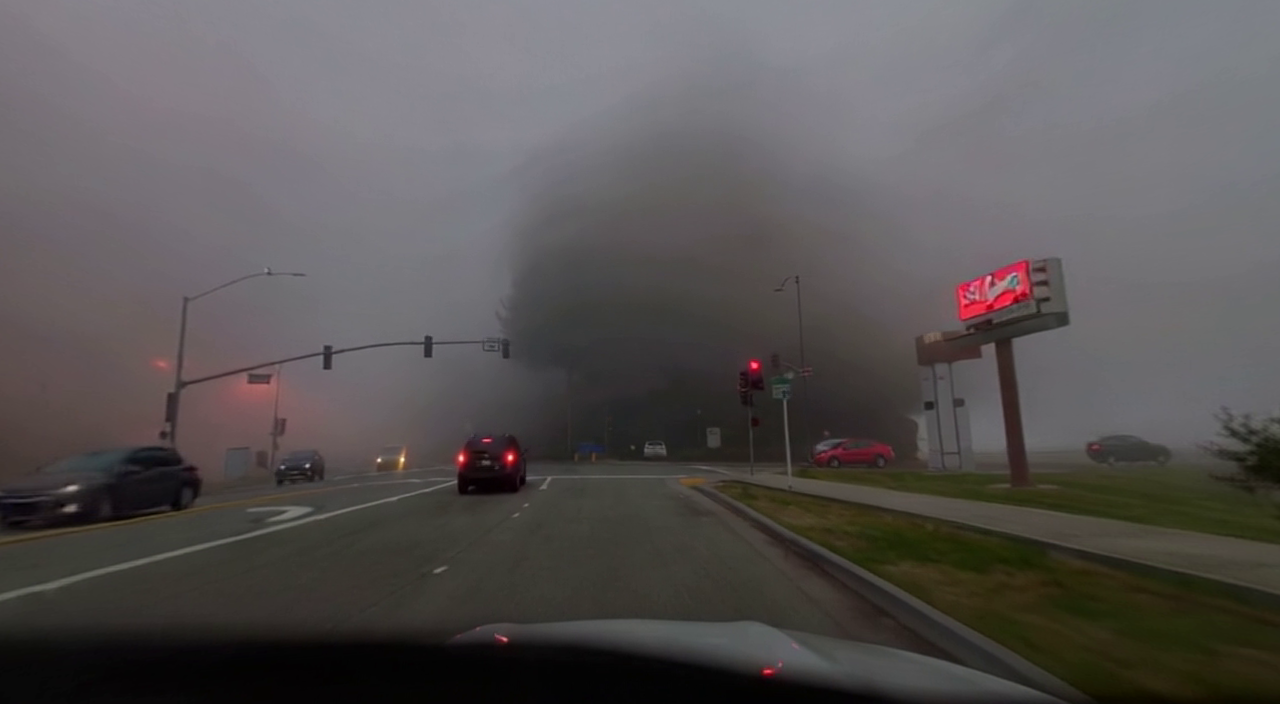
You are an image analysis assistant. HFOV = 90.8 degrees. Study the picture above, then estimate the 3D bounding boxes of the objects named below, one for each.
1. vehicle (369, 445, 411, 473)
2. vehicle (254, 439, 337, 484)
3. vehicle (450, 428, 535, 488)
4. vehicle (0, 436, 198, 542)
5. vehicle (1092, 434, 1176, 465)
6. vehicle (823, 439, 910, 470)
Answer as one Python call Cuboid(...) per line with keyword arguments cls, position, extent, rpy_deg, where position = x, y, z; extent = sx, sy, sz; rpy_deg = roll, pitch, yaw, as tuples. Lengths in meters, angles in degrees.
Cuboid(cls="vehicle", position=(-17.218, 7.351, 43.556), extent=(2.433, 1.784, 4.681), rpy_deg=(3, -10, -21))
Cuboid(cls="vehicle", position=(-18.797, 5.991, 34.877), extent=(2.555, 2.199, 5.958), rpy_deg=(2, -9, -14))
Cuboid(cls="vehicle", position=(-4.973, 3.667, 22.021), extent=(2.134, 1.799, 5.082), rpy_deg=(0, -9, -5))
Cuboid(cls="vehicle", position=(-10.819, 2.472, 11.977), extent=(1.925, 1.631, 4.250), rpy_deg=(0, -9, -3))
Cuboid(cls="vehicle", position=(34.333, 6.781, 43.980), extent=(4.439, 1.764, 2.259), rpy_deg=(5, -8, -13))
Cuboid(cls="vehicle", position=(13.935, 6.326, 39.050), extent=(4.857, 1.803, 2.147), rpy_deg=(-3, -9, 19))
